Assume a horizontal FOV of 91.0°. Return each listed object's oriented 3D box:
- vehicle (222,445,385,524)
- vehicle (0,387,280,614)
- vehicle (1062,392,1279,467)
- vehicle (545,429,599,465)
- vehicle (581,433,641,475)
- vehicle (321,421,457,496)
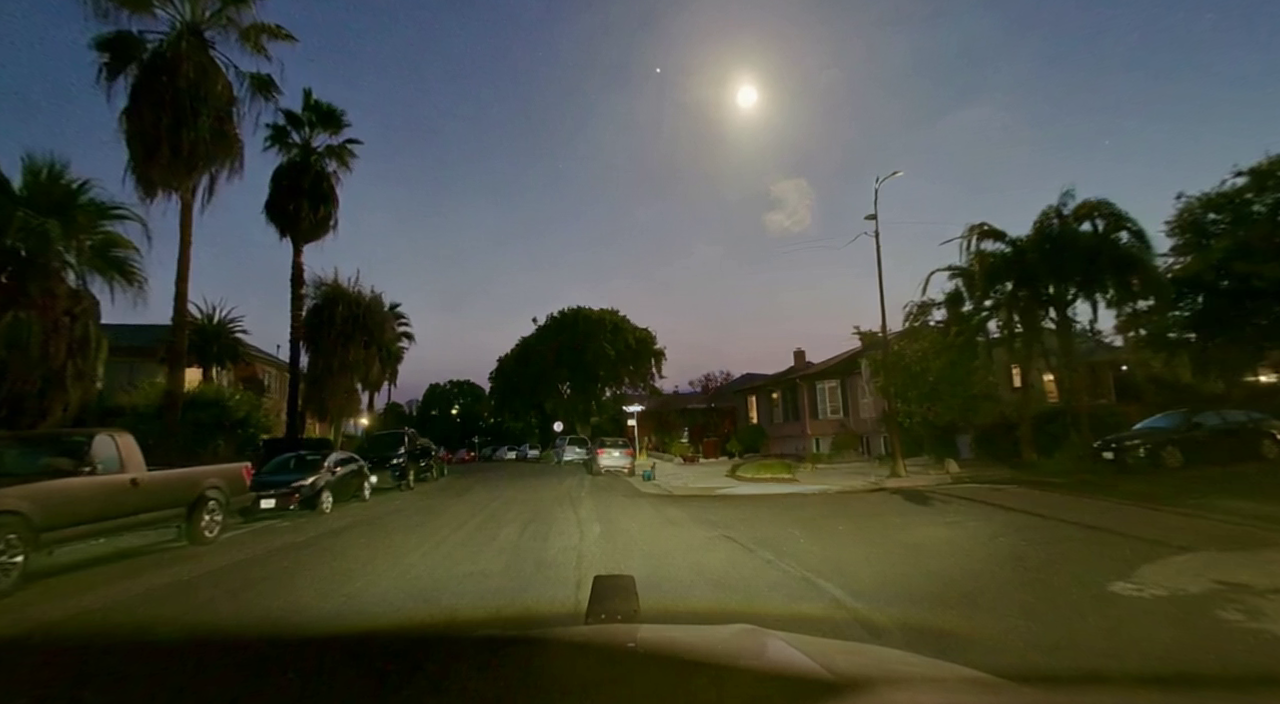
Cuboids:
[{"bbox_3d":[-7.791,3.038,15.114,1.875,1.585,4.184,1,-8,-5],"label":"vehicle"},{"bbox_3d":[-7.547,1.723,8.049,2.556,2.156,6.159,0,-8,-4],"label":"vehicle"},{"bbox_3d":[13.003,1.842,14.761,4.950,1.606,2.003,1,-8,-8],"label":"vehicle"},{"bbox_3d":[-4.241,5.775,38.356,2.139,1.997,4.864,3,-9,-20],"label":"vehicle"},{"bbox_3d":[-1.348,4.377,27.308,2.076,1.658,4.604,1,-8,-9],"label":"vehicle"},{"bbox_3d":[-8.322,3.604,21.824,2.624,2.178,6.522,1,-8,-6],"label":"vehicle"}]
